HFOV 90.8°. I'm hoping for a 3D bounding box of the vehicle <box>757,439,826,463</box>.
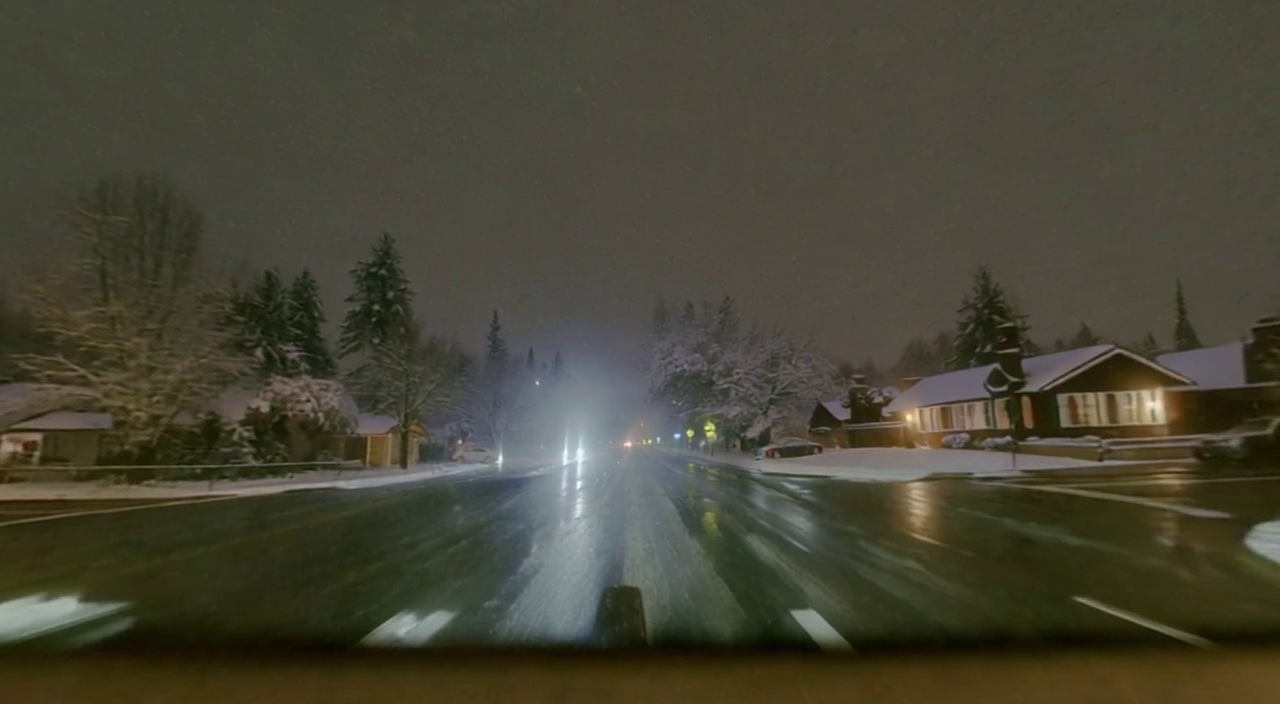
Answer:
[{"bbox_3d":[11.702,7.714,49.071,4.782,1.494,1.963,-4,-9,0],"label":"vehicle"}]
